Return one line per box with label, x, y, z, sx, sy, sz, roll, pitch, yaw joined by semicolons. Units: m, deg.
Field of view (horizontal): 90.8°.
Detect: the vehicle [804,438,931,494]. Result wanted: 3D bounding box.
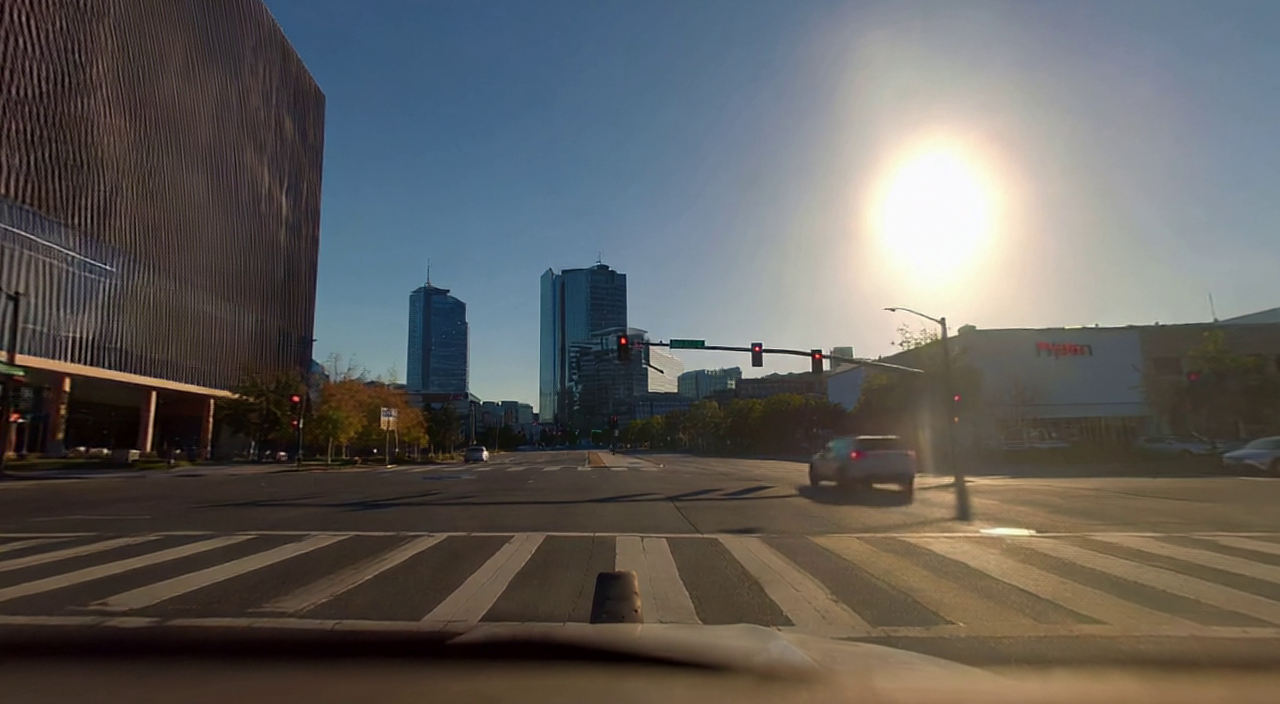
vehicle;6.578;3.339;18.906;1.988;1.466;4.529;0;-8;-2
